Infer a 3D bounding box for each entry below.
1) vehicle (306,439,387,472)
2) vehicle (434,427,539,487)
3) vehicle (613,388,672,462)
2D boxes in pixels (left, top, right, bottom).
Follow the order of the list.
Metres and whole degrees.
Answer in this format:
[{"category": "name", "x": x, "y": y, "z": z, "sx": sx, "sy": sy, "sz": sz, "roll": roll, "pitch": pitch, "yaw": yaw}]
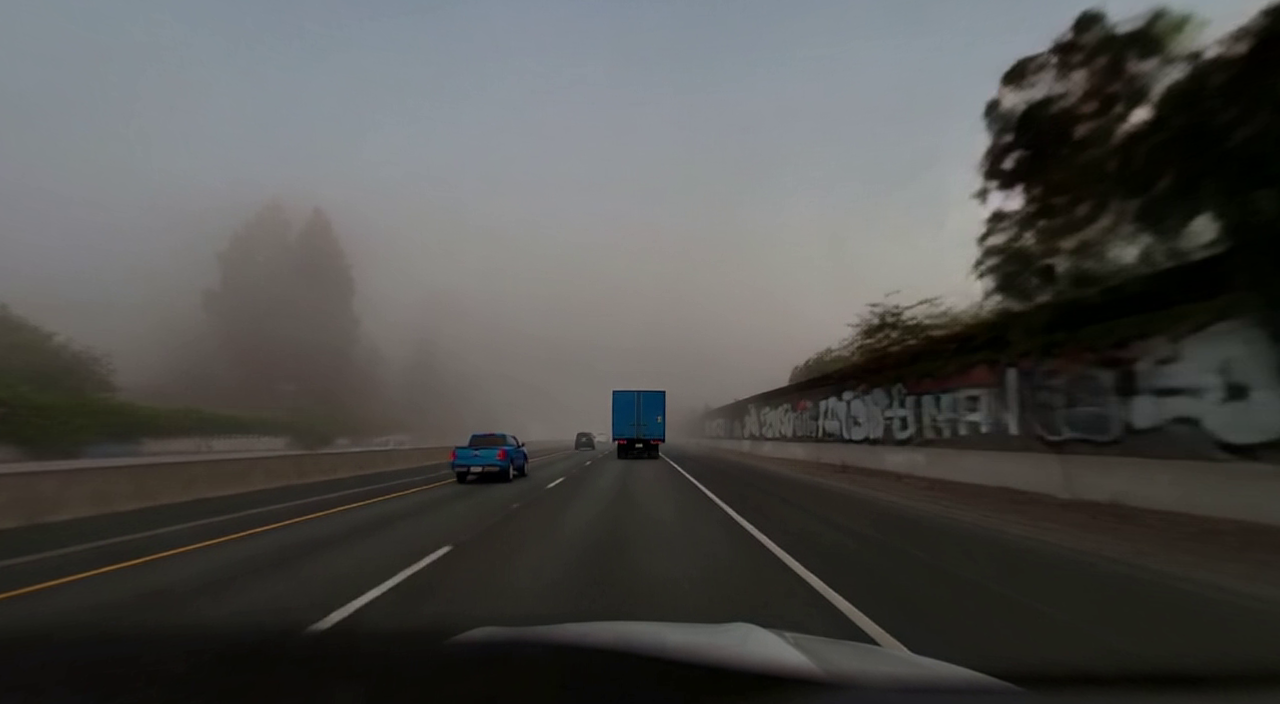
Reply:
[{"category": "vehicle", "x": -13.668, "y": 4.825, "z": 29.674, "sx": 1.797, "sy": 1.414, "sz": 4.296, "roll": 0, "pitch": -8, "yaw": -1}, {"category": "vehicle", "x": -4.351, "y": 3.024, "z": 18.642, "sx": 1.948, "sy": 1.526, "sz": 4.525, "roll": 0, "pitch": -8, "yaw": 0}, {"category": "vehicle", "x": 0.011, "y": 4.238, "z": 35.894, "sx": 2.927, "sy": 3.649, "sz": 9.443, "roll": 0, "pitch": -8, "yaw": -1}]
